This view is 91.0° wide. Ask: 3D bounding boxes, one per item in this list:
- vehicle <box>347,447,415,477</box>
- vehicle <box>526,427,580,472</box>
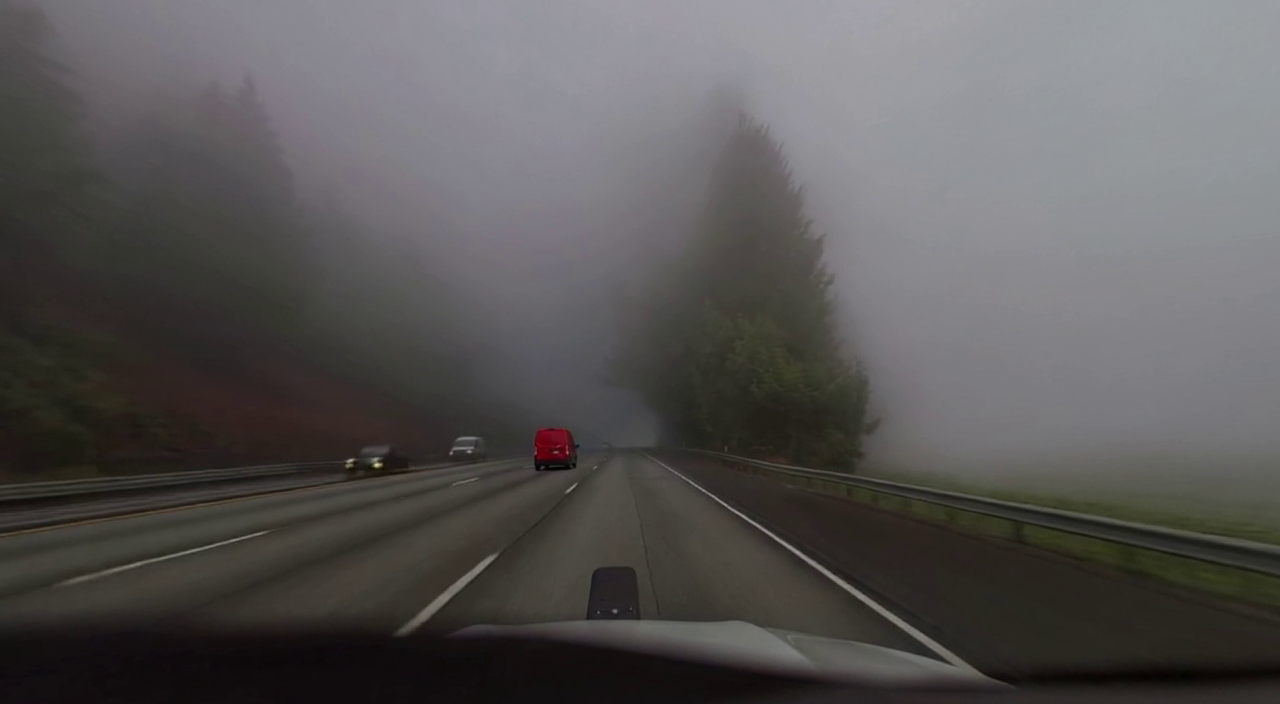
[{"bbox_3d":[-13.542,5.747,33.150,1.786,1.453,4.355,0,-8,-1],"label":"vehicle"},{"bbox_3d":[-4.178,4.800,31.073,1.976,2.029,4.737,-1,-8,0],"label":"vehicle"}]
